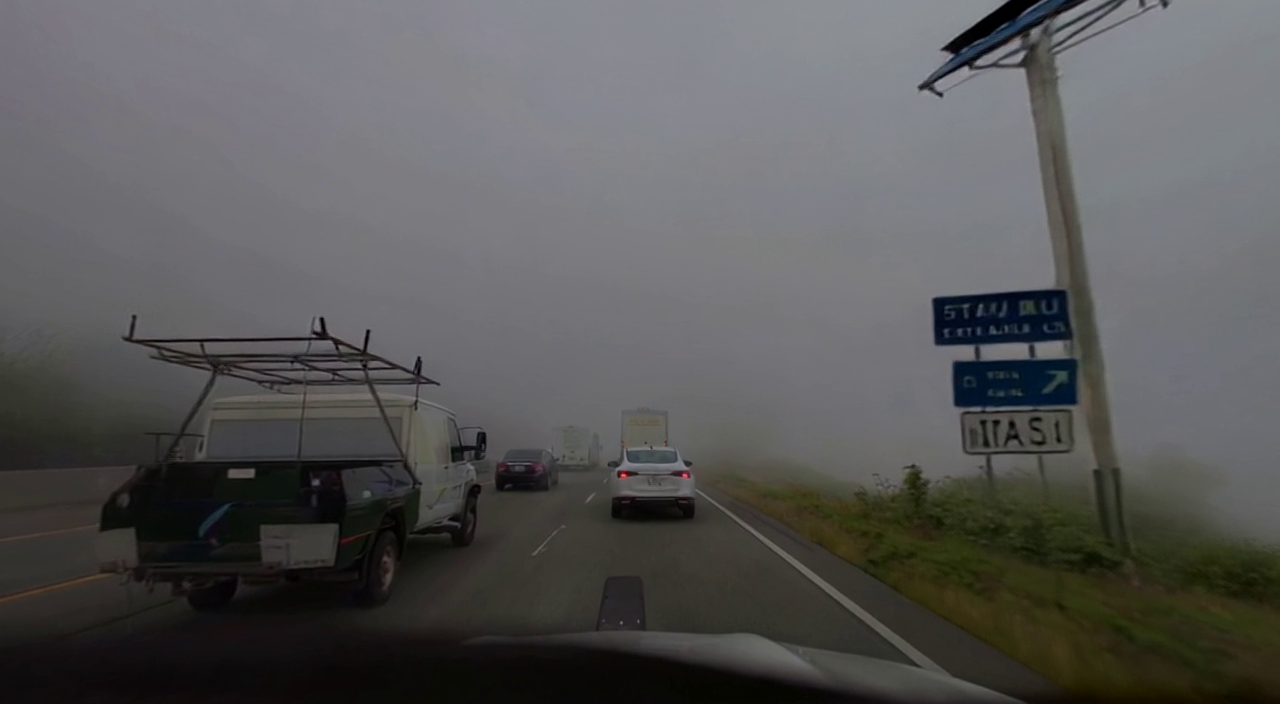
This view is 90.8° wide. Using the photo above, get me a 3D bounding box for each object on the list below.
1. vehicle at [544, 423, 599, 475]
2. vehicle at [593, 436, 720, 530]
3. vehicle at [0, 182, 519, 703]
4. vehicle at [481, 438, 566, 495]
[{"bbox_3d":[-3.673,5.393,35.140,2.290,2.613,5.975,0,-9,1],"label":"vehicle"},{"bbox_3d":[0.247,2.411,12.090,2.063,1.507,3.488,0,-9,-1],"label":"vehicle"},{"bbox_3d":[-3.053,0.983,6.438,2.289,2.757,6.726,0,-9,0],"label":"vehicle"},{"bbox_3d":[-3.643,3.658,20.473,1.963,1.627,3.849,0,-9,0],"label":"vehicle"}]
